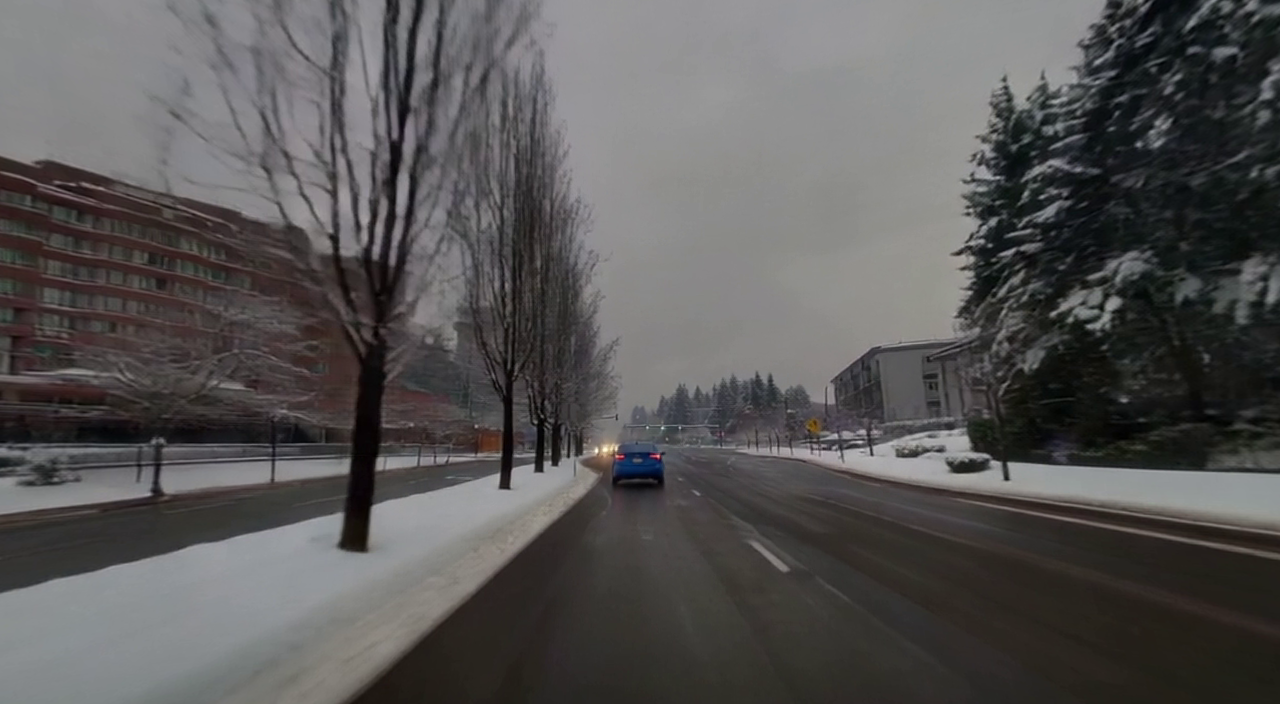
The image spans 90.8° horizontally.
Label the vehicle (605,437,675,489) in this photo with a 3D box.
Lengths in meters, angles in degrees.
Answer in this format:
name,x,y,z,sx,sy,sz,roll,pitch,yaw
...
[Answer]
name,x,y,z,sx,sy,sz,roll,pitch,yaw
vehicle,-0.092,3.608,20.864,2.042,1.479,4.601,0,-8,-2
